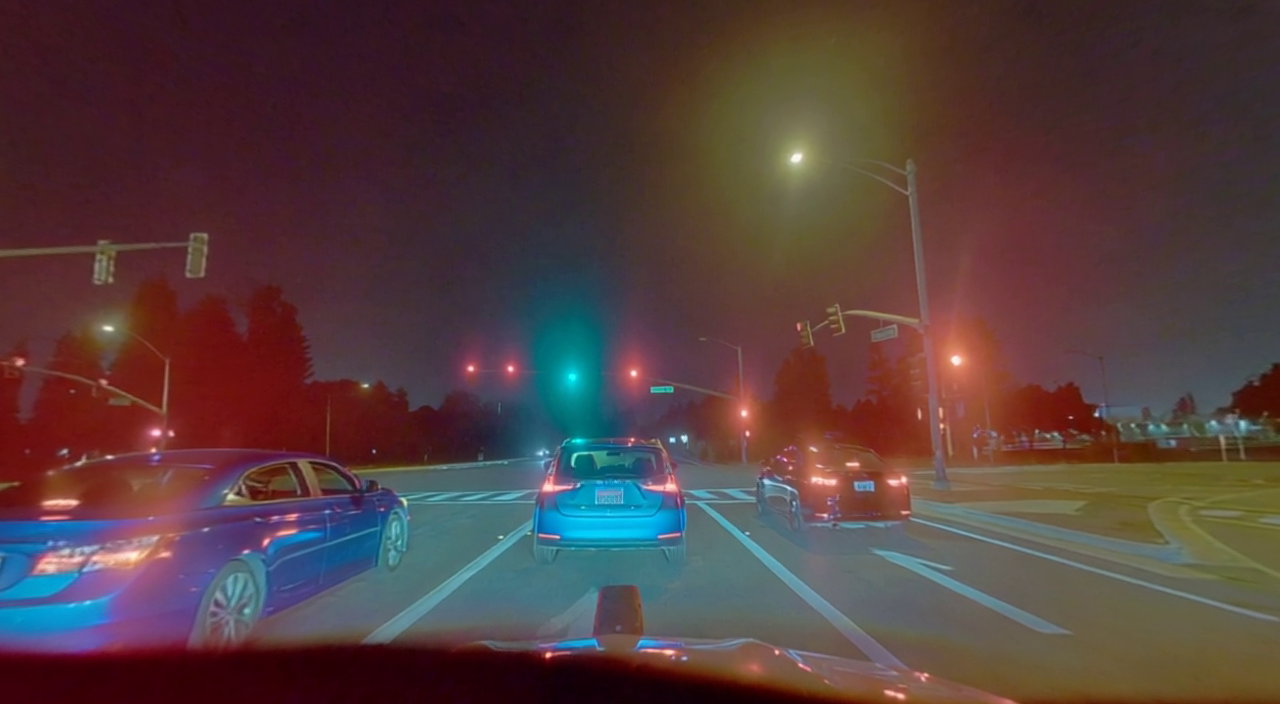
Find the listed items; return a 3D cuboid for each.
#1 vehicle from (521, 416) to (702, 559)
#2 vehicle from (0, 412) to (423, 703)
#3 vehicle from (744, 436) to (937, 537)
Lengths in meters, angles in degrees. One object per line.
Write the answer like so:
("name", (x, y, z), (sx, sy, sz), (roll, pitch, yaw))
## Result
("vehicle", (-0.342, 1.826, 9.143), (2.038, 1.599, 3.844), (0, -8, -1))
("vehicle", (-3.578, 1.347, 5.150), (2.052, 1.472, 4.479), (0, -8, 0))
("vehicle", (3.278, 2.280, 11.414), (1.970, 1.449, 4.433), (0, -8, -1))
